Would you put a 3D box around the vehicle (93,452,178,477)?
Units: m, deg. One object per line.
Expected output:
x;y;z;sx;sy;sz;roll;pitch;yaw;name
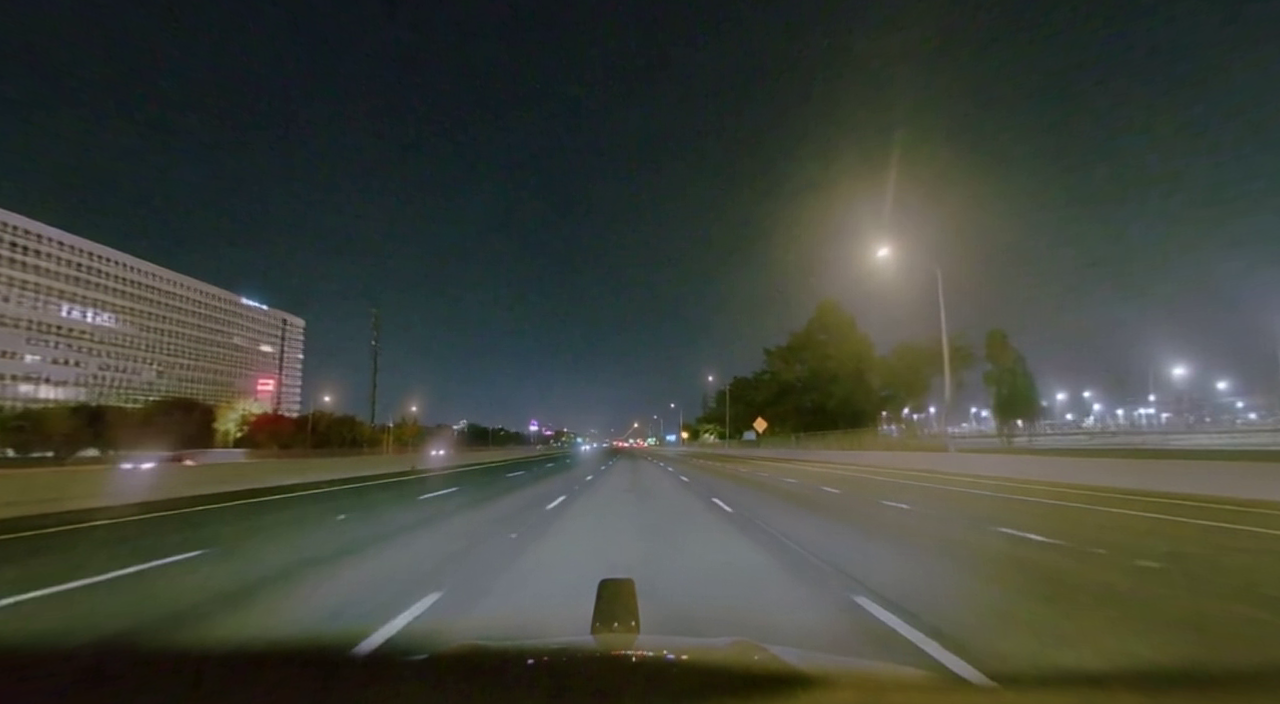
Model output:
-31.205;6.931;39.243;1.801;1.411;4.254;0;-9;-1;vehicle
